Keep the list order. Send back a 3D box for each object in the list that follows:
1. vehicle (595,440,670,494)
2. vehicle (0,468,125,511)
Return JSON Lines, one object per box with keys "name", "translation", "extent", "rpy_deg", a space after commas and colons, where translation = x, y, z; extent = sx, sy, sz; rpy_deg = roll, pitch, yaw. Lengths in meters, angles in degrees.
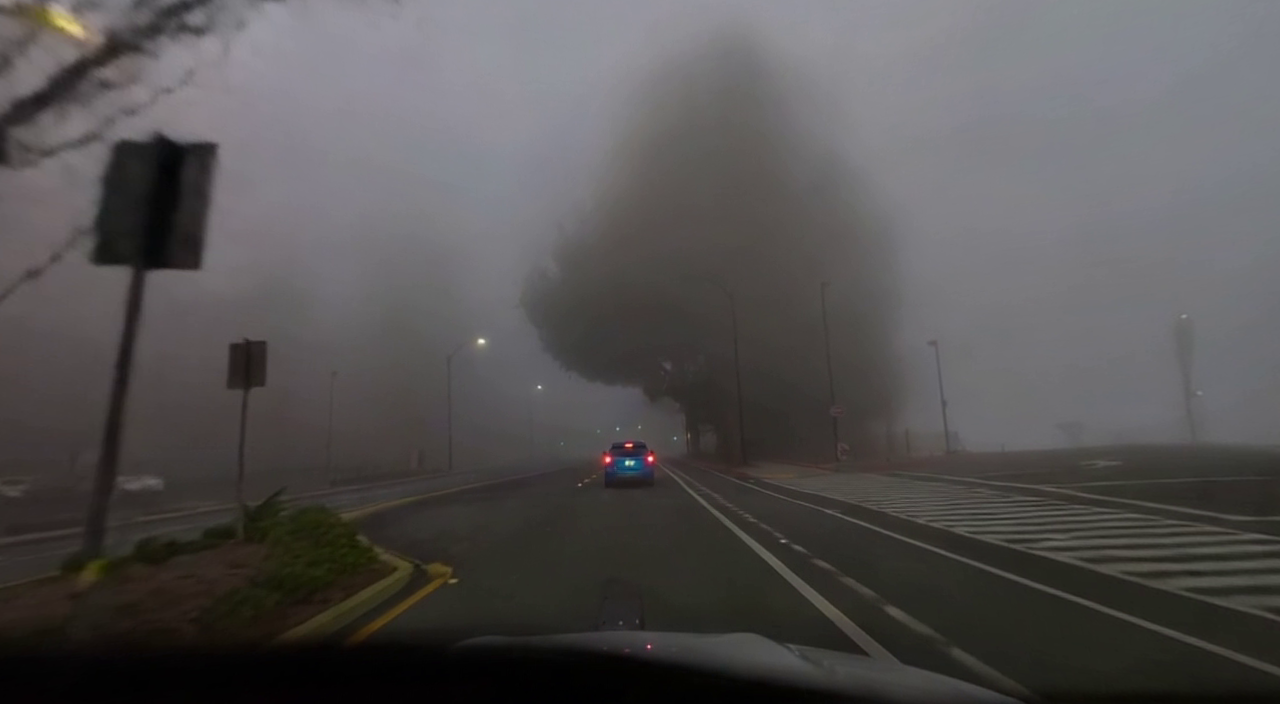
{"name": "vehicle", "translation": [-0.229, 3.727, 20.840], "extent": [2.221, 1.570, 4.398], "rpy_deg": [0, -9, 0]}
{"name": "vehicle", "translation": [-23.015, 5.339, 24.638], "extent": [4.086, 1.478, 1.844], "rpy_deg": [0, -8, -4]}
